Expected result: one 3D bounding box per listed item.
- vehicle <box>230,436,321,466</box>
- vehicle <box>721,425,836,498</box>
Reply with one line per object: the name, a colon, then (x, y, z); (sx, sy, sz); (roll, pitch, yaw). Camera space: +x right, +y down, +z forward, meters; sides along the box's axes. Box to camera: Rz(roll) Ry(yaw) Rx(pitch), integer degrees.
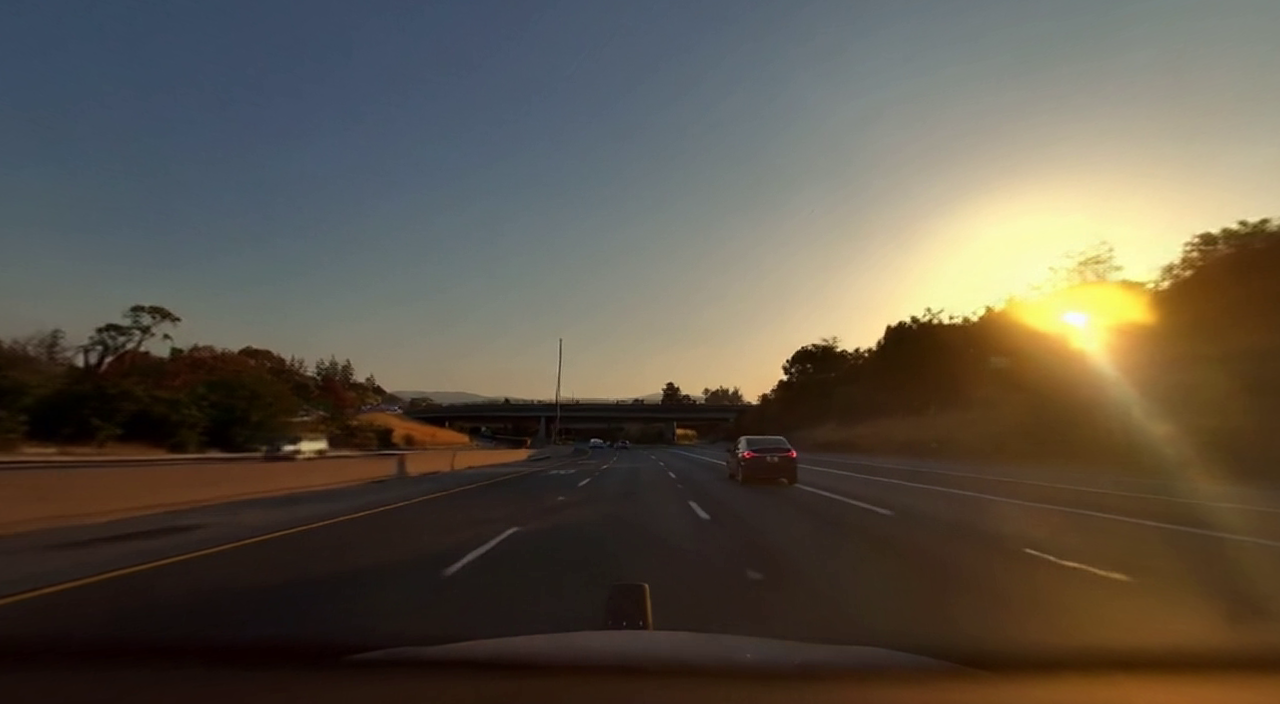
vehicle: (-18.857, 5.138, 32.922); (2.120, 1.433, 4.540); (-1, -8, -1)
vehicle: (3.543, 2.912, 17.162); (2.039, 1.701, 4.834); (0, -8, 0)
